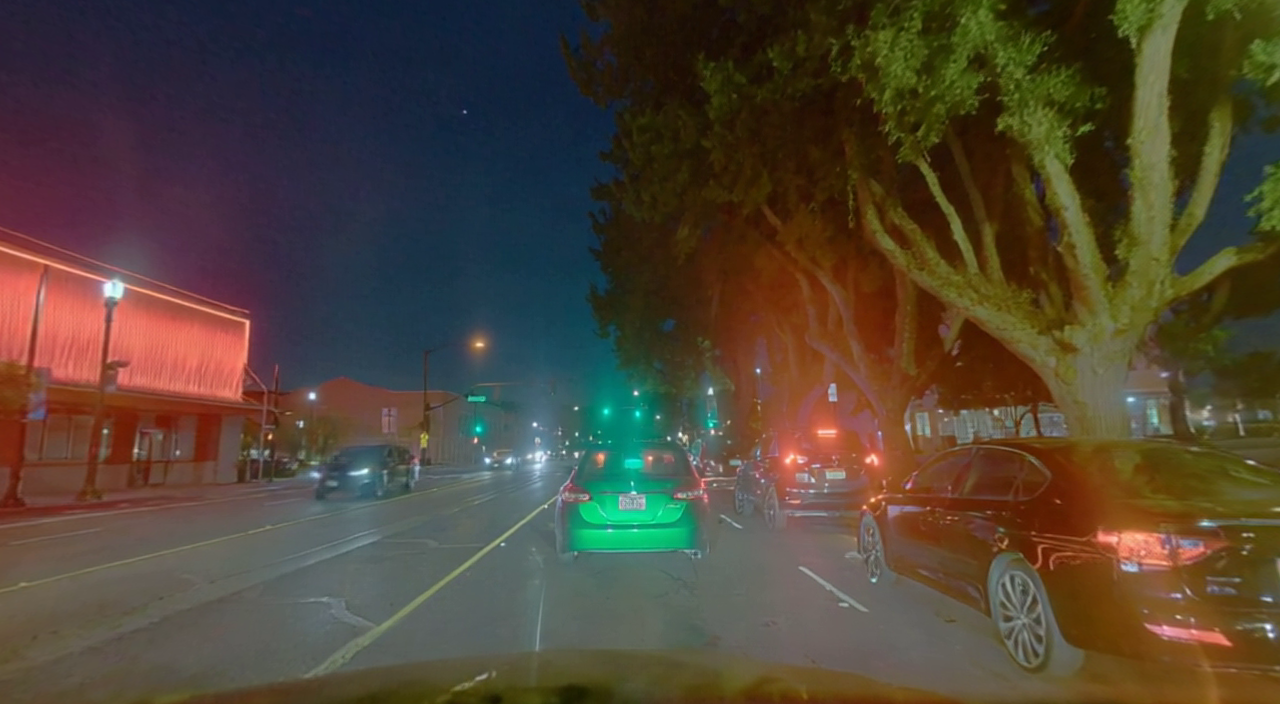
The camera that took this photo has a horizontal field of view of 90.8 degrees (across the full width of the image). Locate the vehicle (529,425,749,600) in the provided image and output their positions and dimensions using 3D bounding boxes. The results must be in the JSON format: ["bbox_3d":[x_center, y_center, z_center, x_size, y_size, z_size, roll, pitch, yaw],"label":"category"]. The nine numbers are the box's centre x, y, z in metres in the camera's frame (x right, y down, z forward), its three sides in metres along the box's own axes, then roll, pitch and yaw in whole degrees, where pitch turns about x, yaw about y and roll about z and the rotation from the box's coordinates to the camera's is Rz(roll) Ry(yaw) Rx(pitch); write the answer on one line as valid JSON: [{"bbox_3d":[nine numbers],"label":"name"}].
[{"bbox_3d":[-0.023,1.660,7.294,1.887,1.487,3.535,0,-9,0],"label":"vehicle"}]

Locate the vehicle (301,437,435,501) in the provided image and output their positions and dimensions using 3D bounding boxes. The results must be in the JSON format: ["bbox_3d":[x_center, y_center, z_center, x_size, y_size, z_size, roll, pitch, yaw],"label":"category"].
[{"bbox_3d":[-8.085,3.487,19.302,2.079,1.695,4.374,0,-9,1],"label":"vehicle"}]

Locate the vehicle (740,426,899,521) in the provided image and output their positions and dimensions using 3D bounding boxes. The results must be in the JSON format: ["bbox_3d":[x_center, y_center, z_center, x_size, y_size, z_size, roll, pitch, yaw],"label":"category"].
[{"bbox_3d":[3.537,2.483,13.424,2.025,1.660,4.263,0,-9,-1],"label":"vehicle"}]

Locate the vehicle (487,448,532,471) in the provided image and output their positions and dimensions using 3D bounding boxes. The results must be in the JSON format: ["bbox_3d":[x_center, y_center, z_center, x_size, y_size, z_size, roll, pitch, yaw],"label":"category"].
[{"bbox_3d":[-8.392,6.940,40.987,1.850,1.417,4.321,-1,-9,1],"label":"vehicle"}]

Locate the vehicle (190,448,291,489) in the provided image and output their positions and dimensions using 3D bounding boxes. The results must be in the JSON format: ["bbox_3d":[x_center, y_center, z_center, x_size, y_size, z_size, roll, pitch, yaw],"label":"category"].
[{"bbox_3d":[-18.663,5.395,29.510,4.329,1.773,2.072,-5,-10,30],"label":"vehicle"}]

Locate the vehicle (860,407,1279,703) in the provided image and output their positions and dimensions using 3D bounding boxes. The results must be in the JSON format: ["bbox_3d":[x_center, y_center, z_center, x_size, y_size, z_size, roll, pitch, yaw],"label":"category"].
[{"bbox_3d":[3.312,1.259,4.485,1.988,1.480,4.195,0,-9,0],"label":"vehicle"}]
